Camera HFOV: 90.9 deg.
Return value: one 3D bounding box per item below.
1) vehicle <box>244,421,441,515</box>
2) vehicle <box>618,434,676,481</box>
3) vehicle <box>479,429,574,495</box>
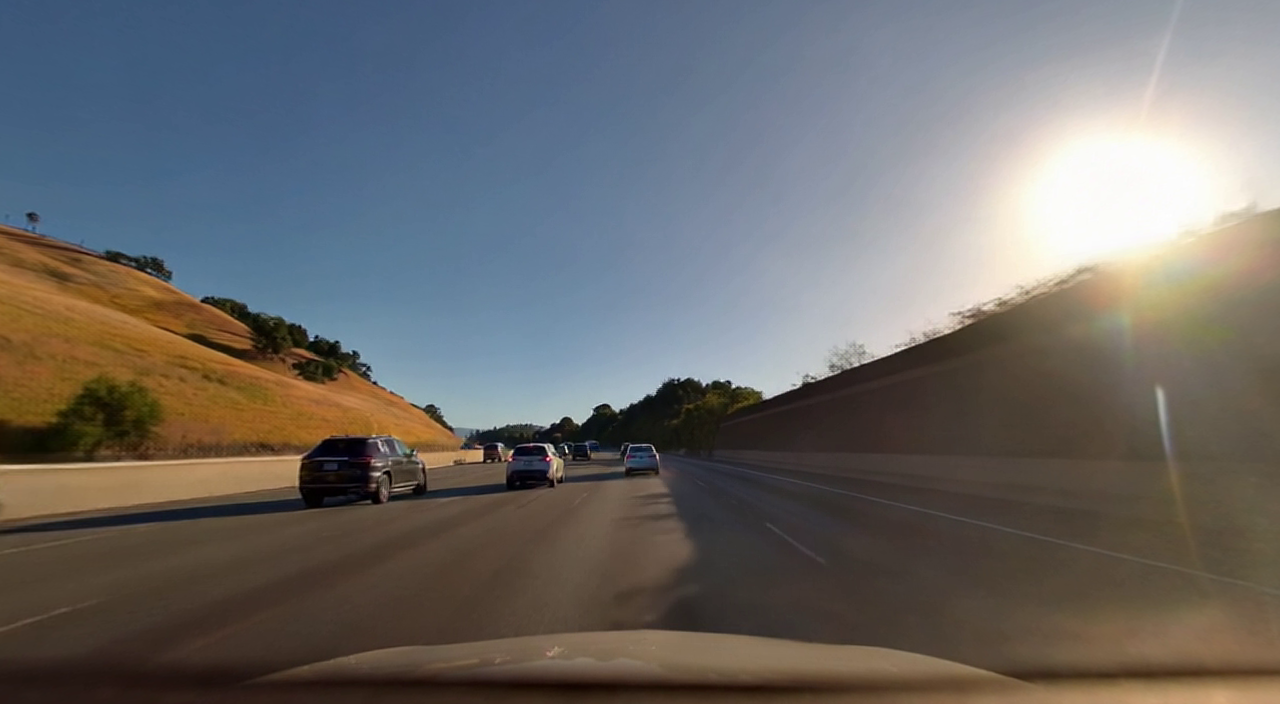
[{"bbox_3d":[-6.769,2.718,15.253,2.108,1.856,5.214,0,-9,1],"label":"vehicle"},{"bbox_3d":[0.248,4.418,26.605,2.233,1.804,4.273,0,-9,0],"label":"vehicle"},{"bbox_3d":[-3.436,3.443,20.055,2.093,1.820,4.506,0,-9,1],"label":"vehicle"}]
